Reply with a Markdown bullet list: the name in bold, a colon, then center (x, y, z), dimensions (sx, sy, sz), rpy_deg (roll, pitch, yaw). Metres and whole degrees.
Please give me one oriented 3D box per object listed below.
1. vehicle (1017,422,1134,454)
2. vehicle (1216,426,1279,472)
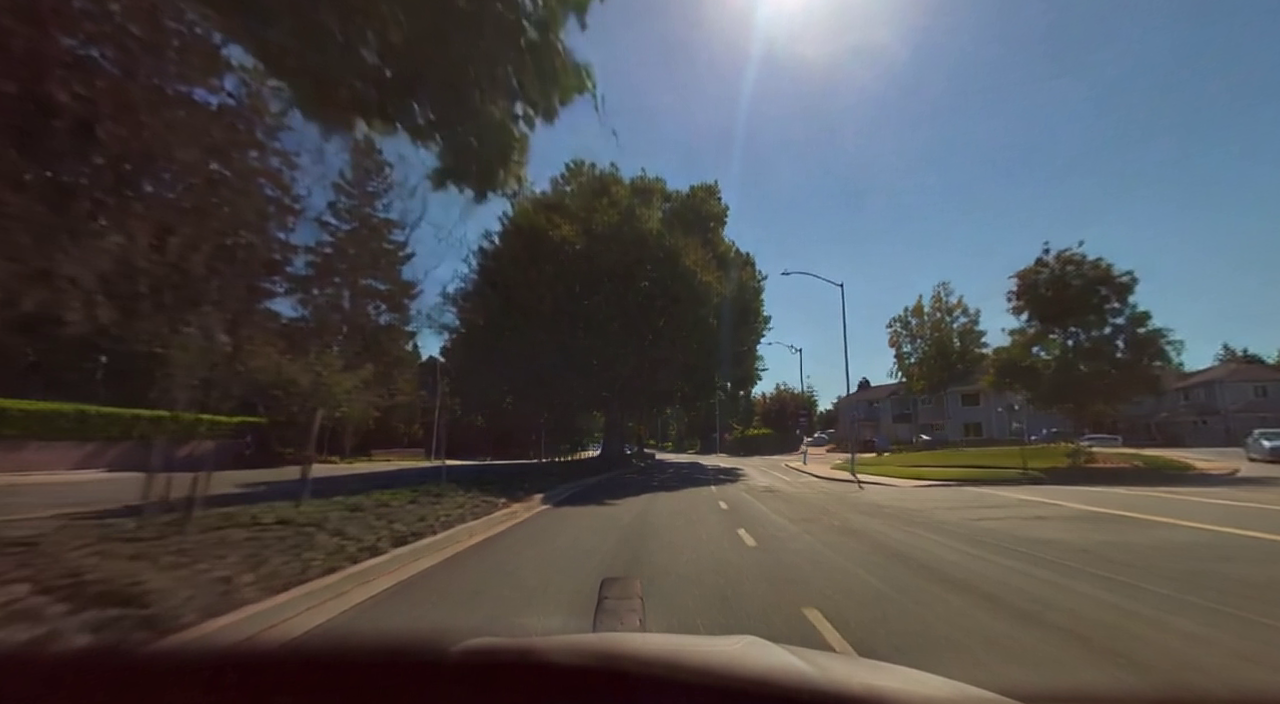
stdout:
- **vehicle**: center (32.842, 6.589, 47.740), dimensions (2.569, 2.236, 6.684), rpy_deg (6, -11, -35)
- **vehicle**: center (22.716, 3.522, 22.837), dimensions (4.456, 1.489, 1.963), rpy_deg (8, -11, -40)
